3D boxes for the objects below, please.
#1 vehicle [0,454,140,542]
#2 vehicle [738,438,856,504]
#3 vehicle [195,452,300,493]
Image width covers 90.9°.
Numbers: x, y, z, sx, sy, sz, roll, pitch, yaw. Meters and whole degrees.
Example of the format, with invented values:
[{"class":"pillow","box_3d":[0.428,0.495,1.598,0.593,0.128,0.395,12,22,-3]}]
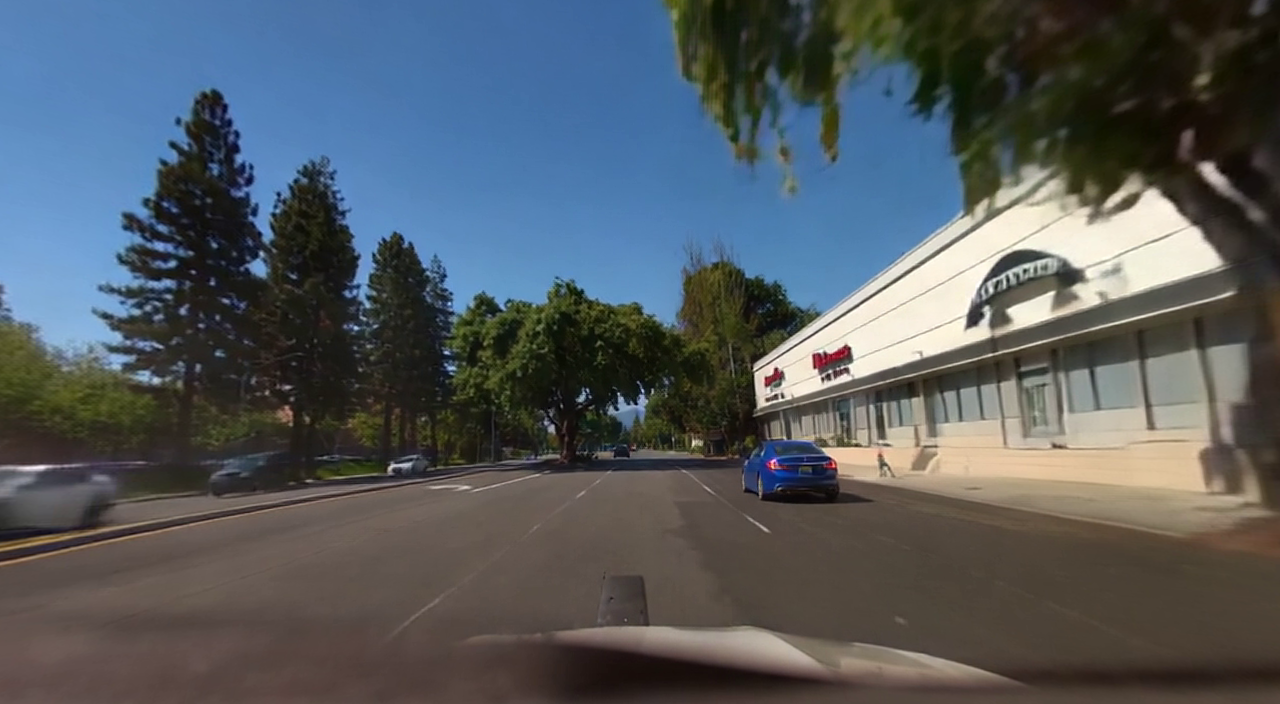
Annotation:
[{"class":"vehicle","box_3d":[-12.447,2.775,12.175,1.986,1.514,4.300,-1,-9,1]},{"class":"vehicle","box_3d":[3.948,3.055,16.686,1.977,1.474,4.399,-1,-9,0]},{"class":"vehicle","box_3d":[-19.040,5.831,30.880,2.098,1.797,4.646,-1,-9,1]}]
